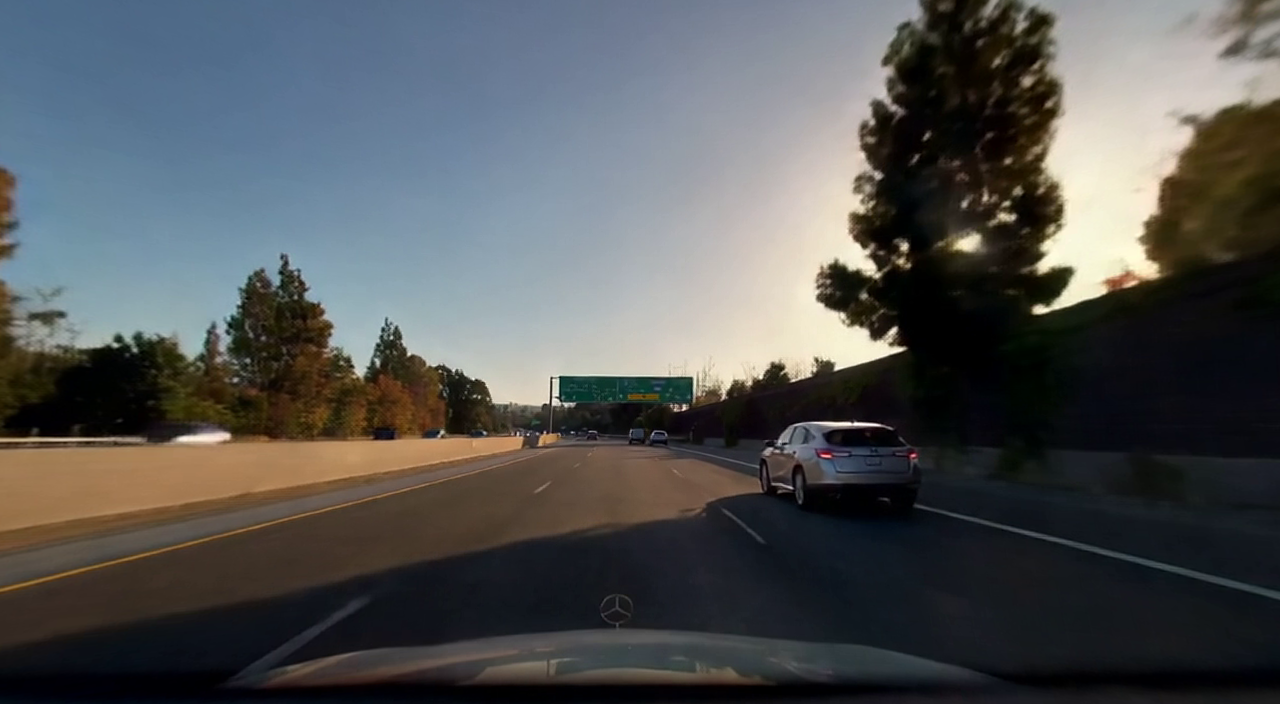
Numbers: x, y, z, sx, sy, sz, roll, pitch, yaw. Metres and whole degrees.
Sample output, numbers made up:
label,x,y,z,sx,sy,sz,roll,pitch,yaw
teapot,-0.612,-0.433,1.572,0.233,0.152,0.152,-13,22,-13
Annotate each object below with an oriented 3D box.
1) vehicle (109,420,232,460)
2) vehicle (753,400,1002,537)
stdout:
label,x,y,z,sx,sy,sz,roll,pitch,yaw
vehicle,-20.164,3.817,27.360,1.889,1.586,4.578,0,-8,-2
vehicle,3.294,1.718,9.882,2.107,1.642,4.331,0,-8,-2
